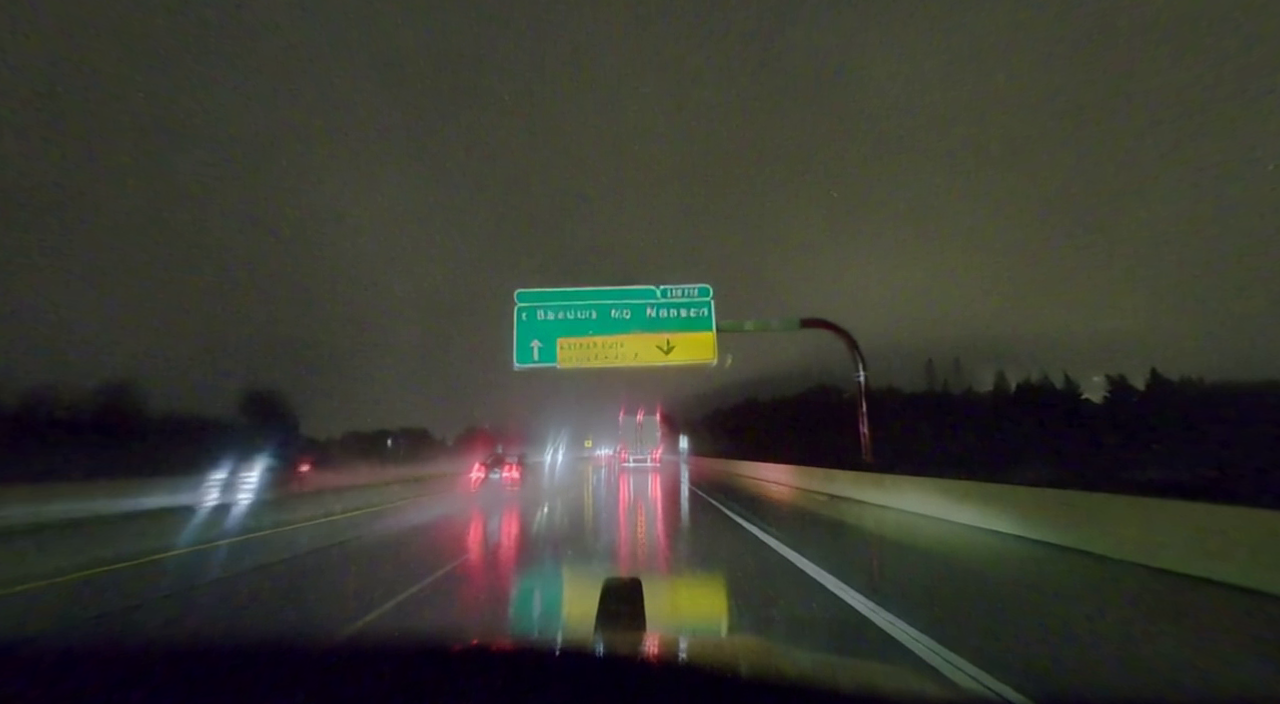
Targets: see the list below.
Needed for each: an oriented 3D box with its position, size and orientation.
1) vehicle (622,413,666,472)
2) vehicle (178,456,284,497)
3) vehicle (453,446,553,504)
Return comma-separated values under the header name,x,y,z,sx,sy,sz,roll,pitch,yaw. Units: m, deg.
name,x,y,z,sx,sy,sz,roll,pitch,yaw
vehicle,0.153,6.601,45.624,2.864,3.805,9.500,0,-9,-1
vehicle,-15.971,4.852,24.852,1.781,1.417,3.527,0,-9,0
vehicle,-4.017,3.693,19.377,2.053,1.523,4.450,-1,-9,0
